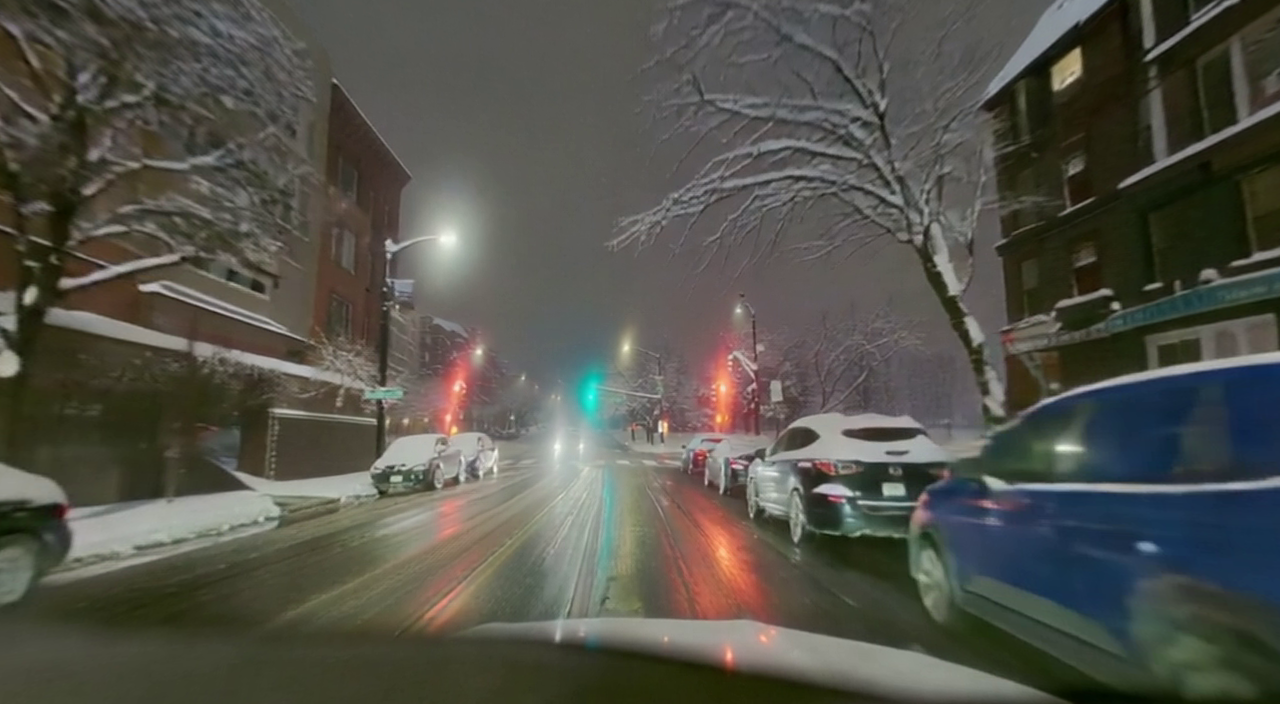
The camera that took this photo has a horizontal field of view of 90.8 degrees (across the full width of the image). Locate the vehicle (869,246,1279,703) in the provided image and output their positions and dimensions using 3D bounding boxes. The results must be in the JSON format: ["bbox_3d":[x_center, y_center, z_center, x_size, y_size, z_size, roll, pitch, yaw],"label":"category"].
[{"bbox_3d":[2.765,0.760,2.589,1.954,1.845,4.682,0,-8,1],"label":"vehicle"}]

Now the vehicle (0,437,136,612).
[{"bbox_3d":[-6.646,1.421,4.586,2.033,1.523,4.867,-3,-8,-1],"label":"vehicle"}]

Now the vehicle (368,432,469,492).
[{"bbox_3d":[-7.138,3.570,20.854,1.893,1.758,4.019,0,-8,0],"label":"vehicle"}]

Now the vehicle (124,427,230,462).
[{"bbox_3d":[-29.016,5.814,39.741,4.704,2.065,2.328,0,-8,-2],"label":"vehicle"}]
